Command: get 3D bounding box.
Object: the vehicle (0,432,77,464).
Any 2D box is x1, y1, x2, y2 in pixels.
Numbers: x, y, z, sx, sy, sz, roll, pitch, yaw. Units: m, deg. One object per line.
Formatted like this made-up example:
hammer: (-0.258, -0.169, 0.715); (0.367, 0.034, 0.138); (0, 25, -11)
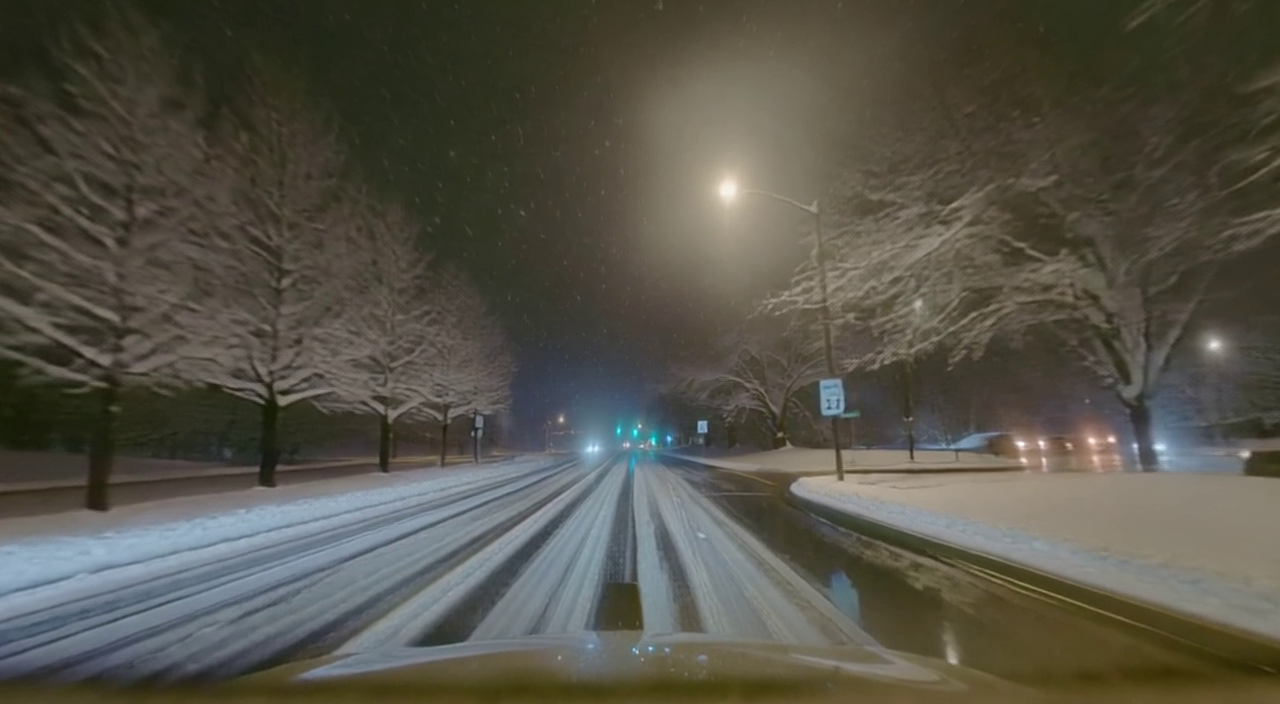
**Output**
vehicle: (-46.243, 7.276, 47.927); (1.991, 2.142, 5.123); (-5, -6, 0)
